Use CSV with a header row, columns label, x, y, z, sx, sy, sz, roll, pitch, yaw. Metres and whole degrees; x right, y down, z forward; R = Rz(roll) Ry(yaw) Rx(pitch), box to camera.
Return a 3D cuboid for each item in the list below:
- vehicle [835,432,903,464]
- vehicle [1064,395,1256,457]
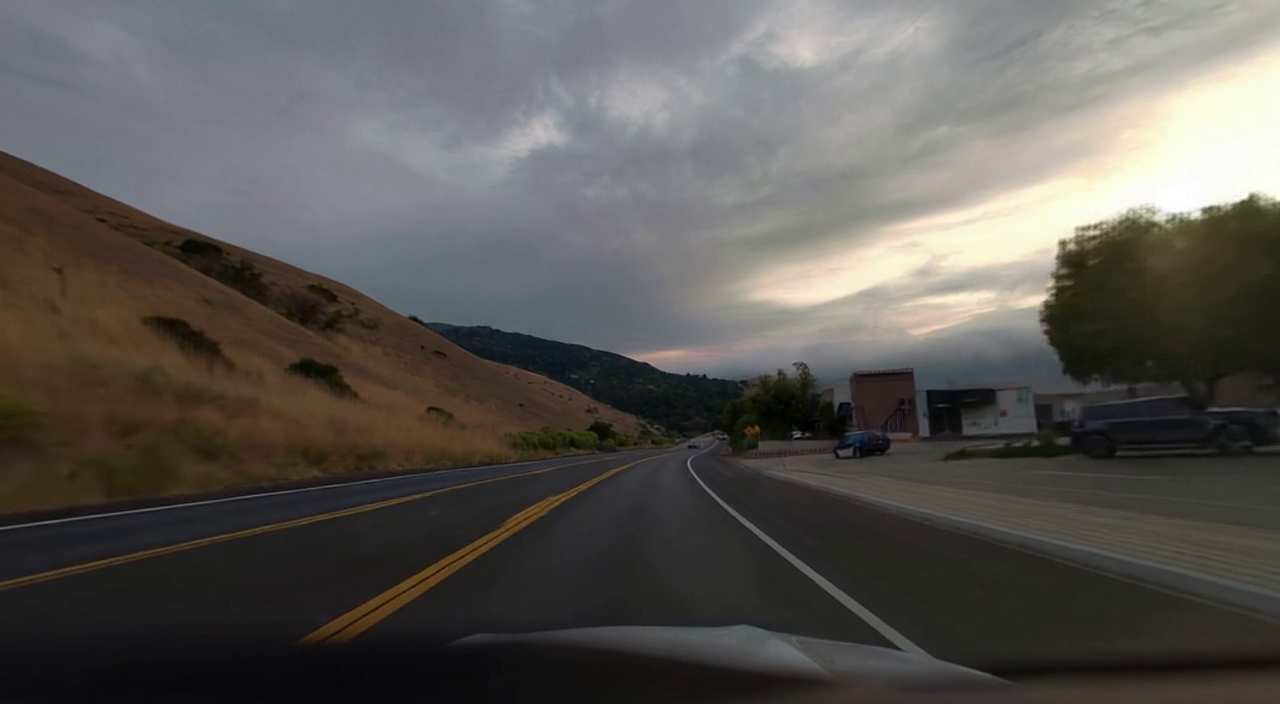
label,x,y,z,sx,sy,sz,roll,pitch,yaw
vehicle,14.896,6.336,41.444,2.352,1.872,5.103,0,-11,-2
vehicle,17.385,2.602,21.544,2.098,1.872,4.777,1,-9,-7
